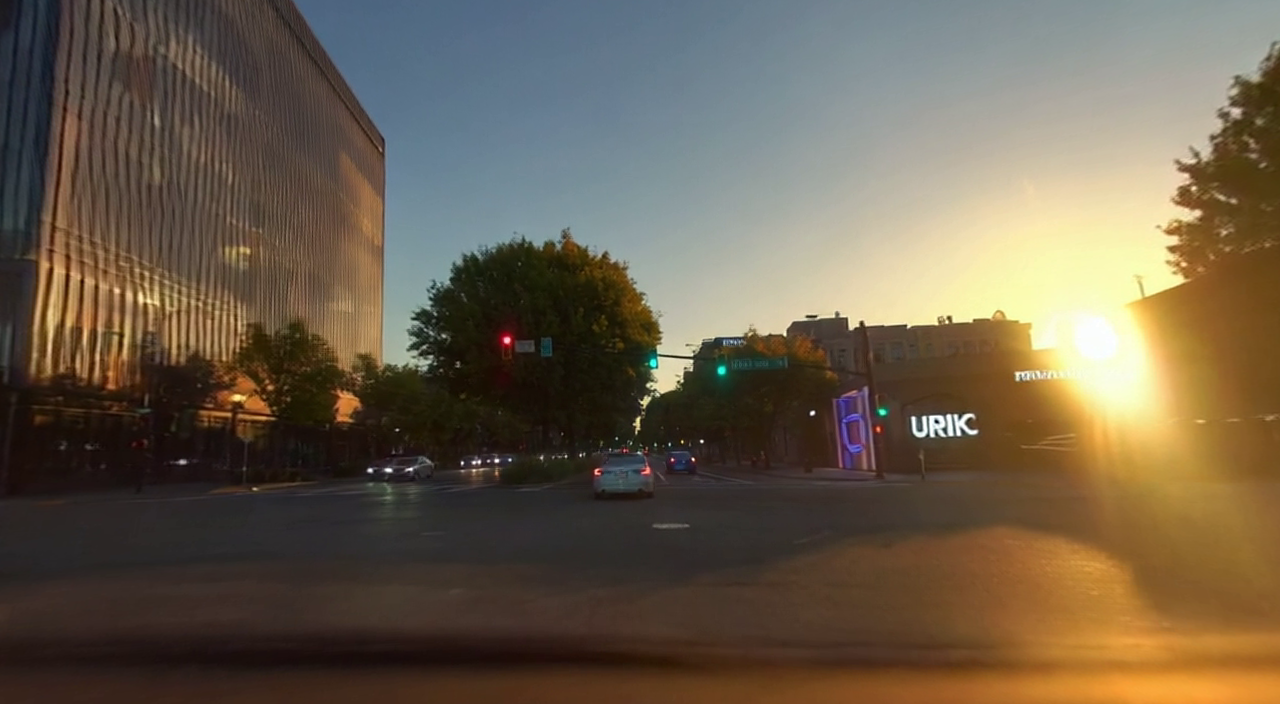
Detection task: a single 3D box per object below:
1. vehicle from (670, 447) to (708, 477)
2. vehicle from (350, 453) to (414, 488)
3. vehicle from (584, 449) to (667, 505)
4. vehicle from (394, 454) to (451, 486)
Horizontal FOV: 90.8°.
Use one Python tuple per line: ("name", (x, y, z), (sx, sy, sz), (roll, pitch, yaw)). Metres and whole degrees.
("vehicle", (3.152, 7.106, 41.228), (2.078, 1.799, 4.089), (0, -8, -1))
("vehicle", (-16.098, 7.360, 39.729), (2.119, 1.815, 4.795), (-2, -7, -1))
("vehicle", (-0.419, 3.566, 18.469), (2.144, 1.398, 3.963), (1, -8, -1))
("vehicle", (-12.651, 6.871, 36.987), (2.000, 1.507, 4.286), (-2, -7, -2))
